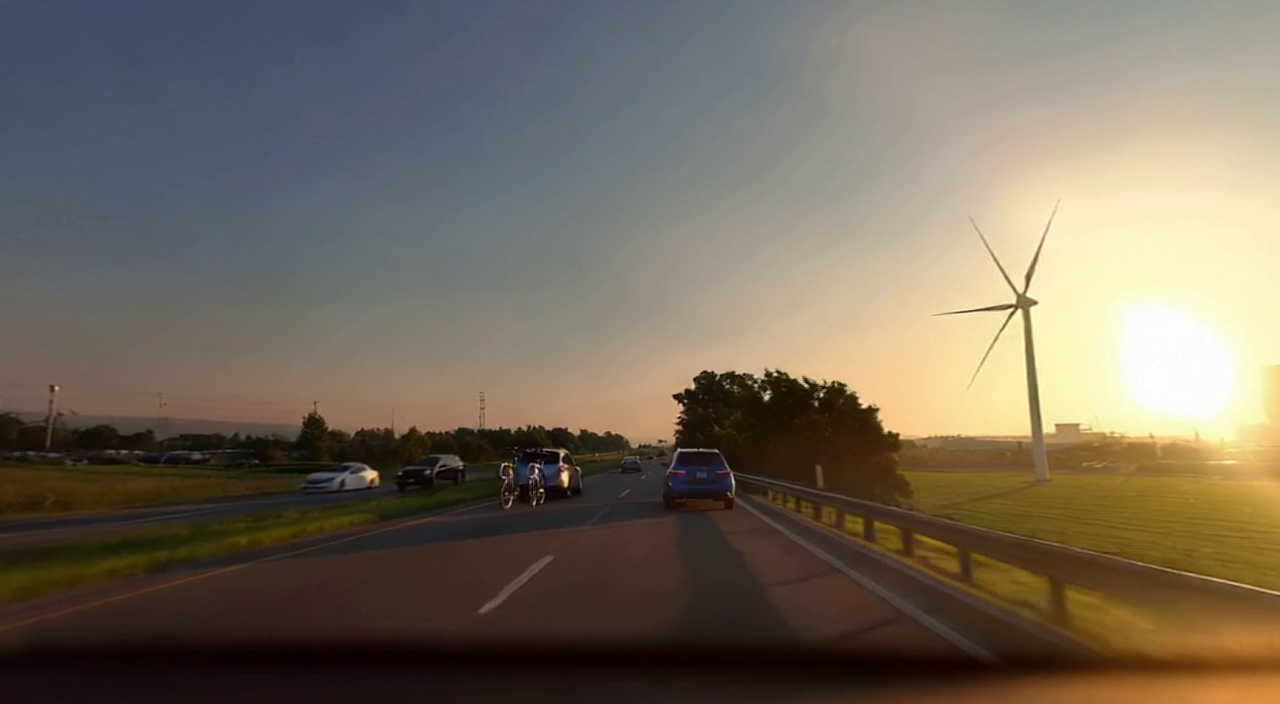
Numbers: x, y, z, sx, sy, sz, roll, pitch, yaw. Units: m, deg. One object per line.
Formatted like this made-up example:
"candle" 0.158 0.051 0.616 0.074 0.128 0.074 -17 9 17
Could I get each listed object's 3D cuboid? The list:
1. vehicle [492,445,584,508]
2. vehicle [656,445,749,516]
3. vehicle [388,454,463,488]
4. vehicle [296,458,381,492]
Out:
"vehicle" -2.969 3.711 19.238 1.962 1.681 4.033 -1 -9 2
"vehicle" 1.457 3.249 16.360 2.063 1.582 3.955 -1 -9 1
"vehicle" -10.690 5.947 31.766 2.088 1.545 4.230 -1 -9 3
"vehicle" -14.628 5.970 30.822 1.972 1.466 3.984 -1 -9 3
